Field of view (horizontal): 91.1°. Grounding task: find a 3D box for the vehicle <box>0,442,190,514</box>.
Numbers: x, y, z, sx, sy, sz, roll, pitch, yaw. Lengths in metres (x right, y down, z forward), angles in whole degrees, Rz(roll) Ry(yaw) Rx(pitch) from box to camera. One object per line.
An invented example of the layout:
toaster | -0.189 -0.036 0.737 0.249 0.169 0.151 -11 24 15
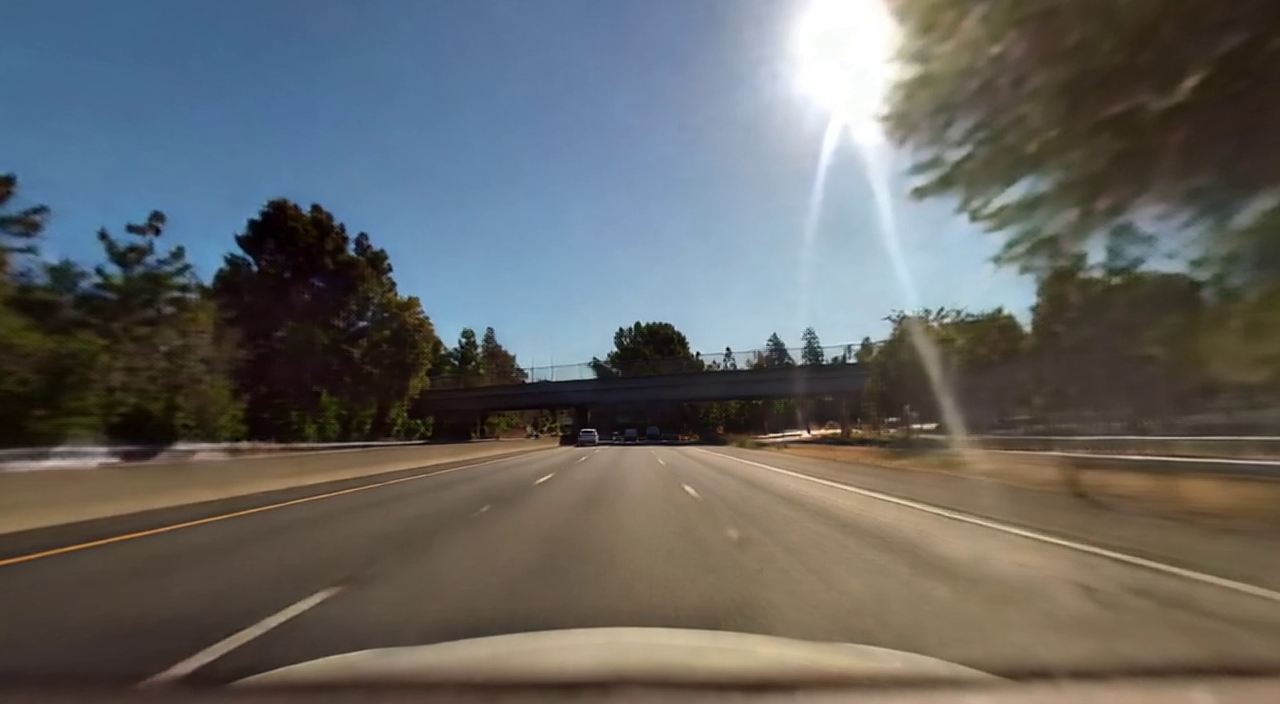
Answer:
vehicle | -12.870 2.816 14.667 1.758 1.404 4.108 0 -8 -1
